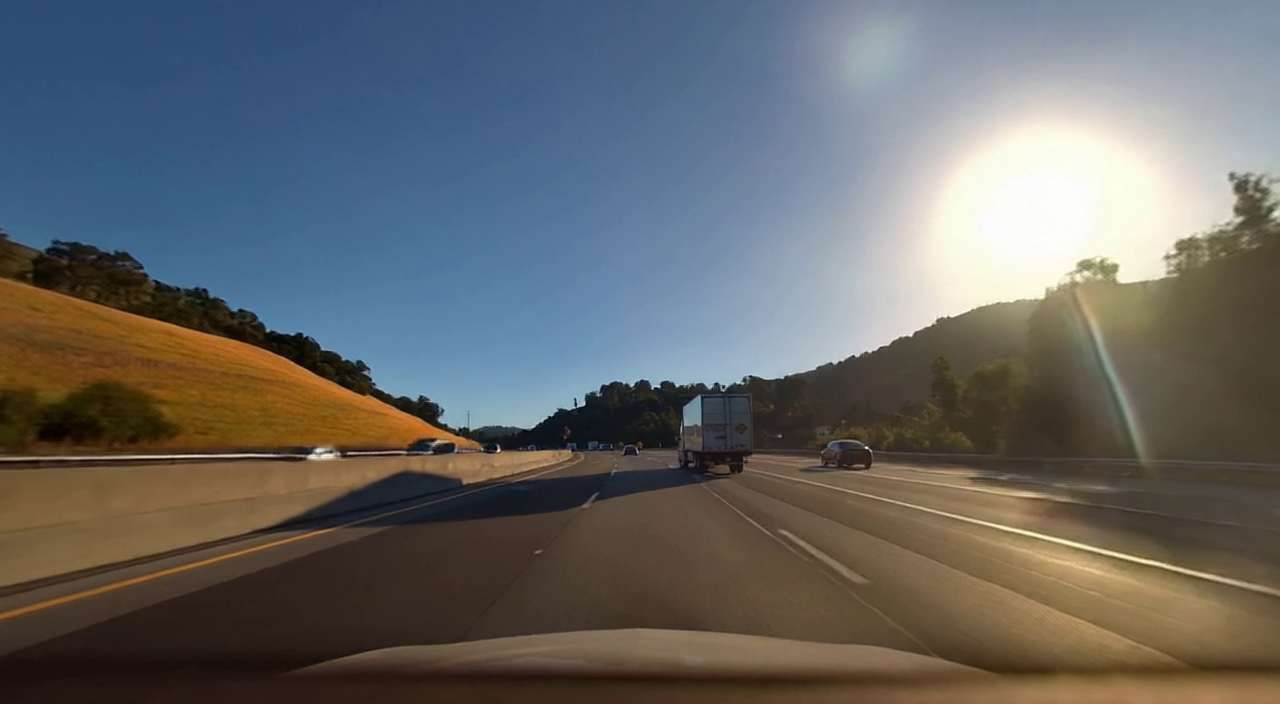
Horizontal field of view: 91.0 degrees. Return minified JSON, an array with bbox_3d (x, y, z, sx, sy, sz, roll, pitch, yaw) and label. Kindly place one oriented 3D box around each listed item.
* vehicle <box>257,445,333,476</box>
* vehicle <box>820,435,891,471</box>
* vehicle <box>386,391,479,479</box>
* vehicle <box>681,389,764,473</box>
[{"bbox_3d":[-20.230,6.364,37.183,1.995,1.714,4.416,0,-9,-1],"label":"vehicle"},{"bbox_3d":[11.481,5.423,33.923,2.046,1.741,4.769,0,-9,-1],"label":"vehicle"},{"bbox_3d":[-8.902,3.633,27.415,2.873,3.553,3.144,0,-9,-1],"label":"vehicle"},{"bbox_3d":[4.256,4.552,35.276,3.049,3.968,10.706,0,-9,-1],"label":"vehicle"}]
